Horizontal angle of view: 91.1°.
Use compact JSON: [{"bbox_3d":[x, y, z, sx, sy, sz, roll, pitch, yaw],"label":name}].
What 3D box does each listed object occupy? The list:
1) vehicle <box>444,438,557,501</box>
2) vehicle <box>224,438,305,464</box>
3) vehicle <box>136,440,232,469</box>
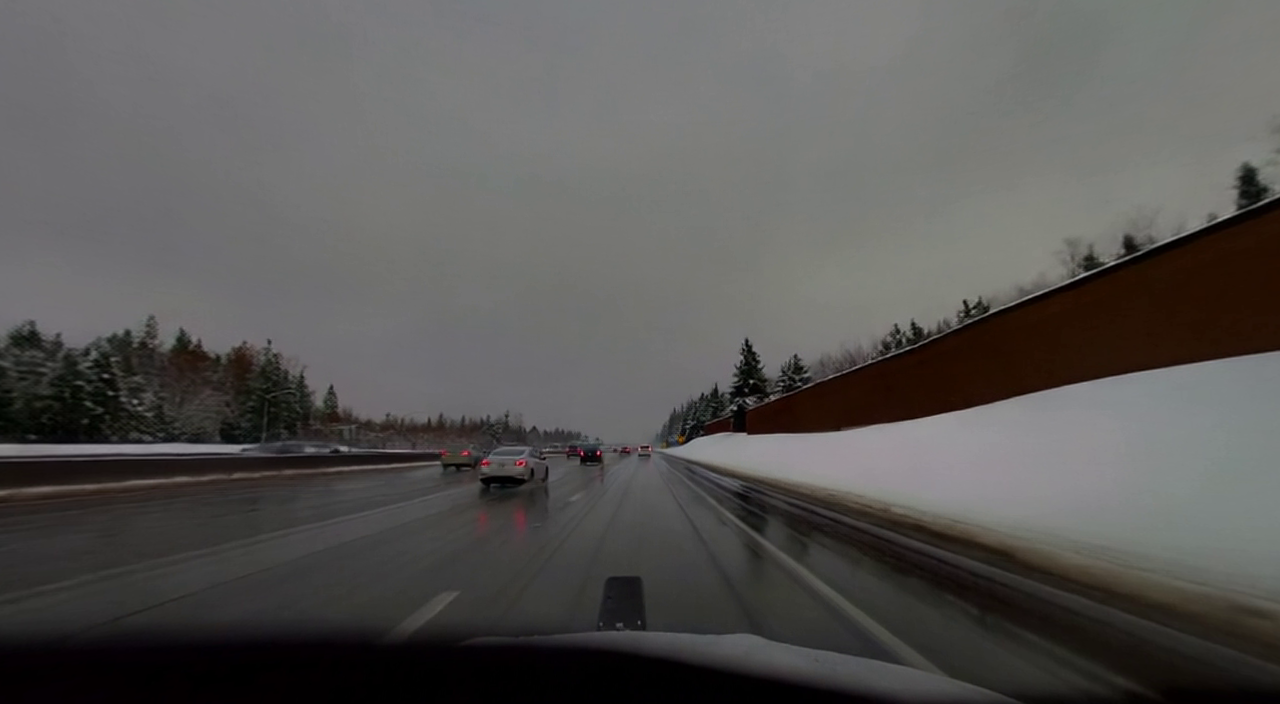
[{"bbox_3d":[-3.651,3.153,17.413,1.945,1.484,4.803,0,-8,1],"label":"vehicle"},{"bbox_3d":[-28.332,7.485,47.725,2.193,1.808,6.391,0,-8,1],"label":"vehicle"},{"bbox_3d":[-24.522,5.505,33.983,1.812,1.484,4.465,0,-8,0],"label":"vehicle"}]
